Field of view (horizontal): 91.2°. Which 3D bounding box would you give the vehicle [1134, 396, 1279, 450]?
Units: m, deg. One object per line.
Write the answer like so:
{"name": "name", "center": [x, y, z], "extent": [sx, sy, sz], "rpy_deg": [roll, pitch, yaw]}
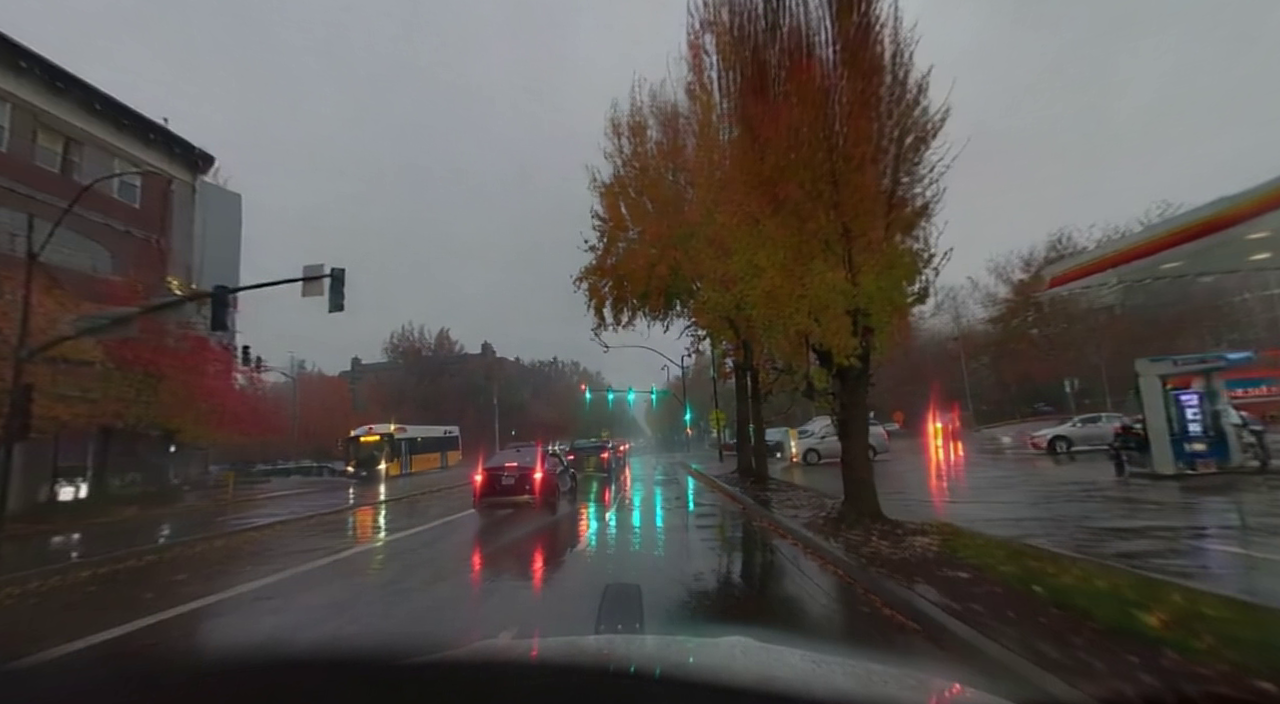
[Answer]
{"name": "vehicle", "center": [21.541, 2.680, 23.590], "extent": [4.172, 1.687, 1.773], "rpy_deg": [-4, -8, 1]}

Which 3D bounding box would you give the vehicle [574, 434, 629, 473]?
{"name": "vehicle", "center": [-1.768, 4.867, 30.150], "extent": [2.365, 1.751, 3.904], "rpy_deg": [0, -9, 1]}

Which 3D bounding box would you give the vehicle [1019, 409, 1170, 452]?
{"name": "vehicle", "center": [17.100, 3.004, 23.758], "extent": [4.064, 1.507, 2.078], "rpy_deg": [0, -9, 1]}

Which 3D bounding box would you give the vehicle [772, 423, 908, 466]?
{"name": "vehicle", "center": [8.161, 3.823, 25.962], "extent": [4.894, 1.451, 2.089], "rpy_deg": [-3, -7, 2]}

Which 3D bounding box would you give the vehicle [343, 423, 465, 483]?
{"name": "vehicle", "center": [-14.432, 6.377, 39.854], "extent": [3.189, 3.205, 11.526], "rpy_deg": [0, -9, 1]}

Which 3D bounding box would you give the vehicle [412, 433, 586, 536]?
{"name": "vehicle", "center": [-2.281, 2.298, 11.452], "extent": [2.092, 1.507, 4.078], "rpy_deg": [0, -9, 2]}
